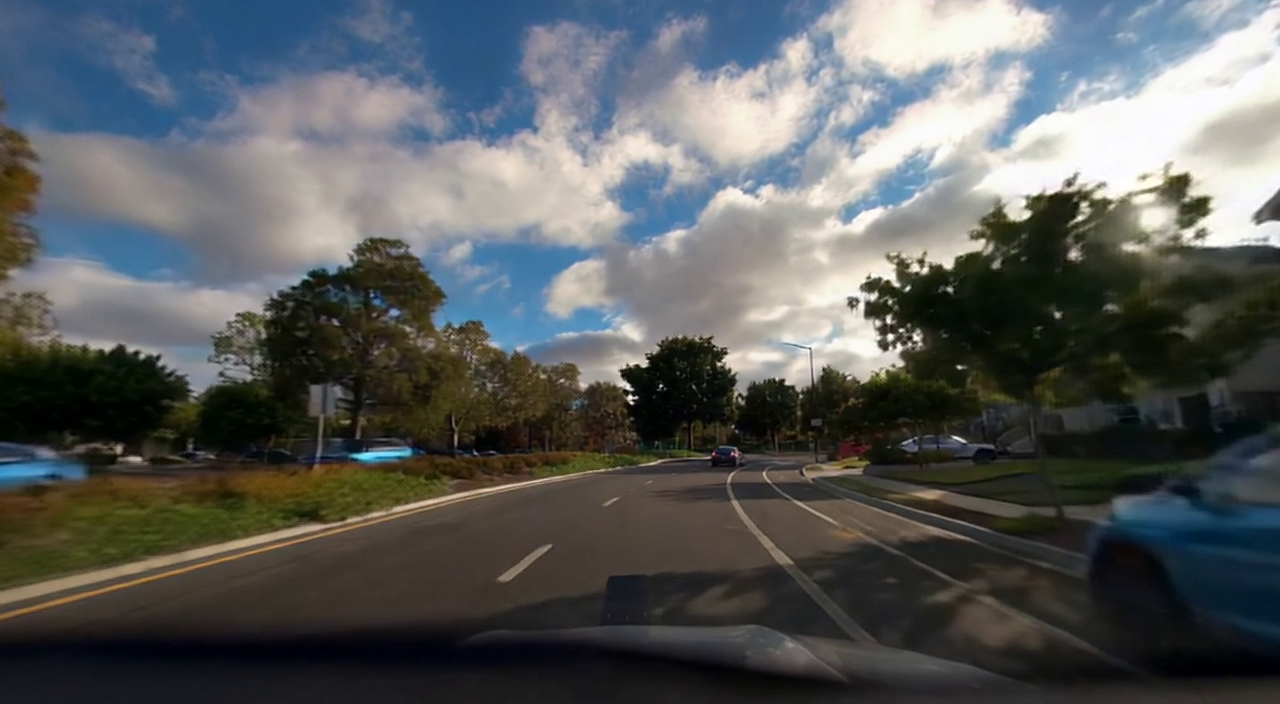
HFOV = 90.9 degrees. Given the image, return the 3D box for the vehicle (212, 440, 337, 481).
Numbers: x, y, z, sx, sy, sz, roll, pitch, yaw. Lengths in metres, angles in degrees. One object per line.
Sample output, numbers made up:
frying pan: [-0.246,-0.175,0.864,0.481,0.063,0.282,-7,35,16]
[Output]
vehicle: [-15.392,4.597,26.881,2.006,1.575,4.496,-2,-9,12]

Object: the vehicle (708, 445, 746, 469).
vehicle: [5.802,6.915,41.684,2.050,1.456,4.003,-2,-9,14]

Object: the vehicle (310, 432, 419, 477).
vehicle: [-11.427,4.287,26.575,2.071,1.728,4.514,-1,-9,8]

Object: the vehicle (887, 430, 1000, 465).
vehicle: [16.108,5.107,33.789,4.999,1.791,2.177,-2,-9,14]

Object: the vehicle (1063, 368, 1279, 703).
vehicle: [4.119,0.851,2.388,2.169,1.713,4.137,0,-9,1]
